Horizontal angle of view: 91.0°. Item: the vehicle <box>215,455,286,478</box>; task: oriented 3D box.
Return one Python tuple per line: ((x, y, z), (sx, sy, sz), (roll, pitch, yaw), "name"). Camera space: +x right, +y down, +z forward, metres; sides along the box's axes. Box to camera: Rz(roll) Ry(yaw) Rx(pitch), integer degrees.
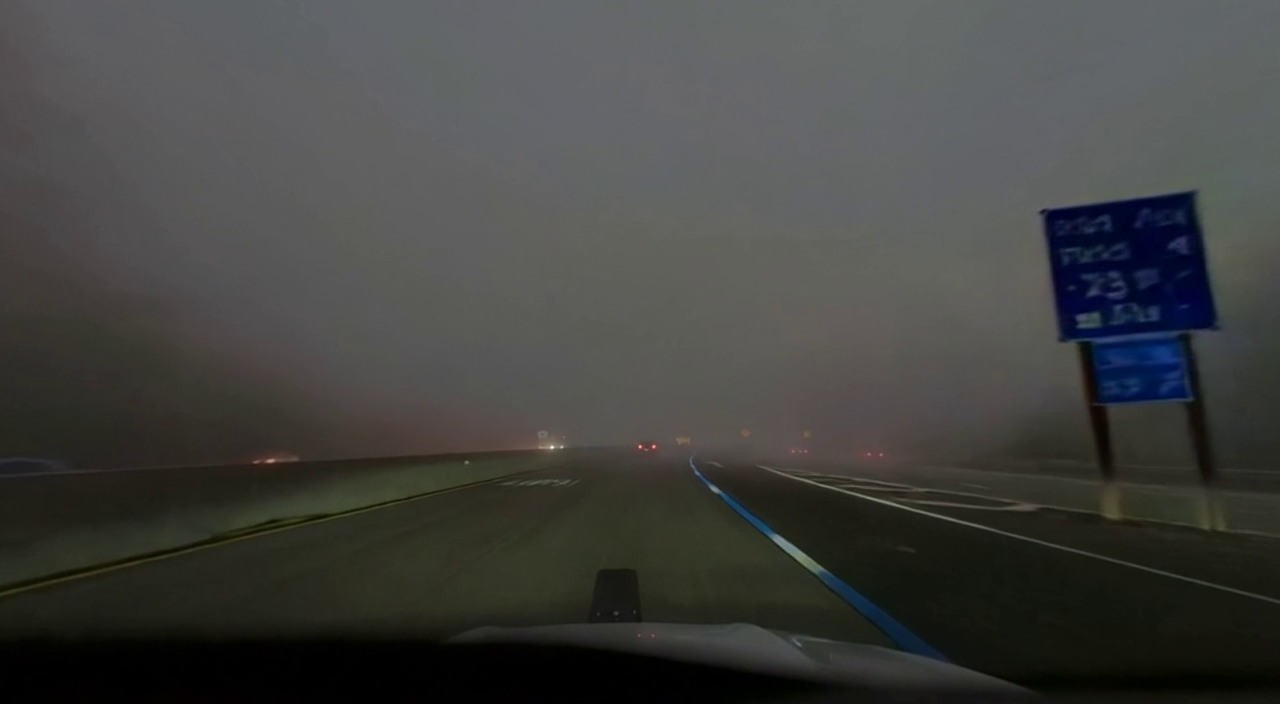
((-28.161, 8.268, 45.691), (2.024, 1.472, 4.537), (-1, -8, 4), "vehicle")
